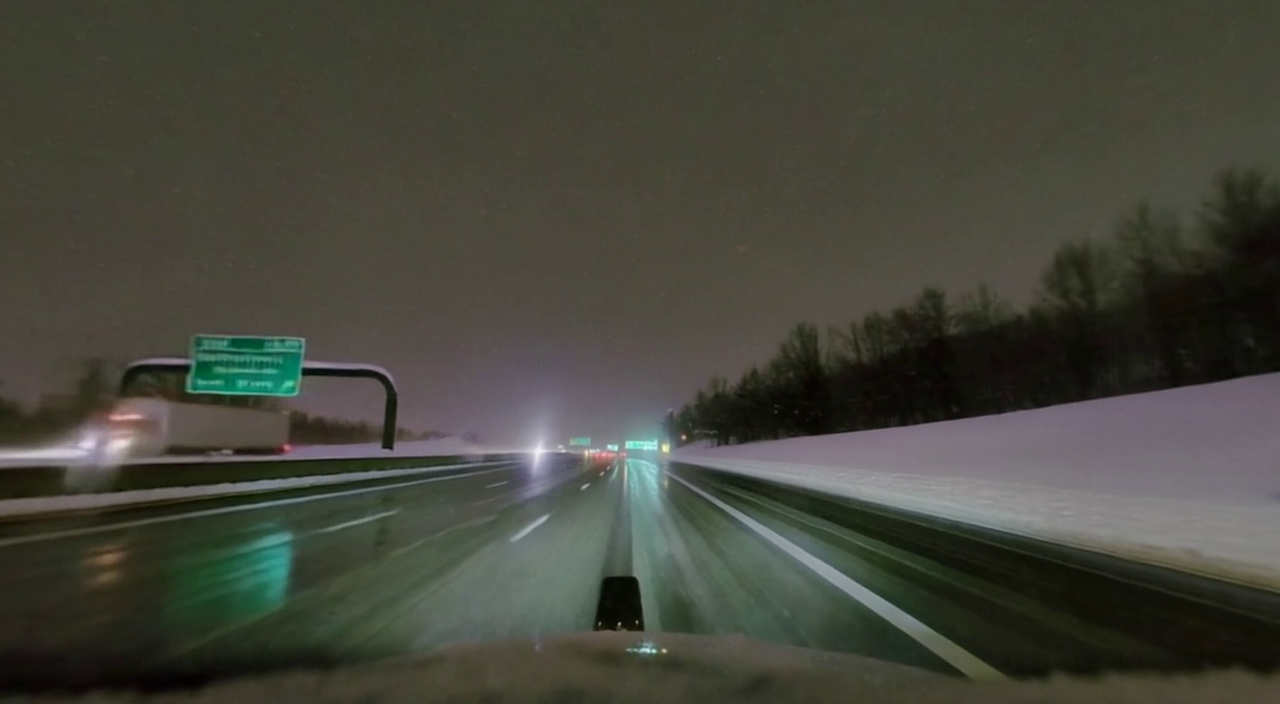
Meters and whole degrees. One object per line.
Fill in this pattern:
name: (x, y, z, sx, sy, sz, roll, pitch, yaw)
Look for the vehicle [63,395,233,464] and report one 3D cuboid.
vehicle: (-31.824, 5.277, 41.610, 2.947, 3.997, 10.418, 0, -9, -2)
